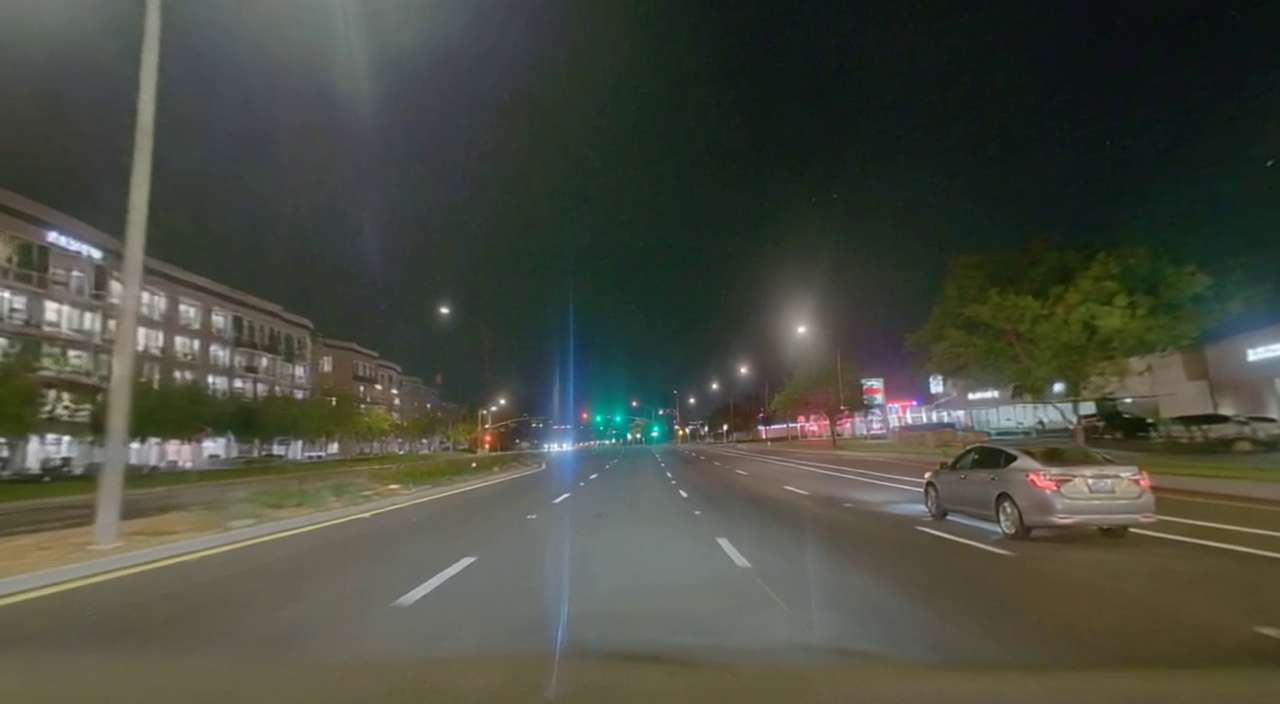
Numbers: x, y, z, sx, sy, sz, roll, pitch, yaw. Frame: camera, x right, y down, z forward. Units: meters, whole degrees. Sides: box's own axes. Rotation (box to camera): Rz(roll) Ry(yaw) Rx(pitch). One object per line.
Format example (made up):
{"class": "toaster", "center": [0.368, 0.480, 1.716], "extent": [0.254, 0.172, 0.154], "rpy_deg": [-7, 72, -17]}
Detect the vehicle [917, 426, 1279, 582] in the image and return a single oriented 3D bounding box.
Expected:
{"class": "vehicle", "center": [5.760, 1.803, 8.430], "extent": [2.070, 1.491, 4.575], "rpy_deg": [0, -8, 1]}
